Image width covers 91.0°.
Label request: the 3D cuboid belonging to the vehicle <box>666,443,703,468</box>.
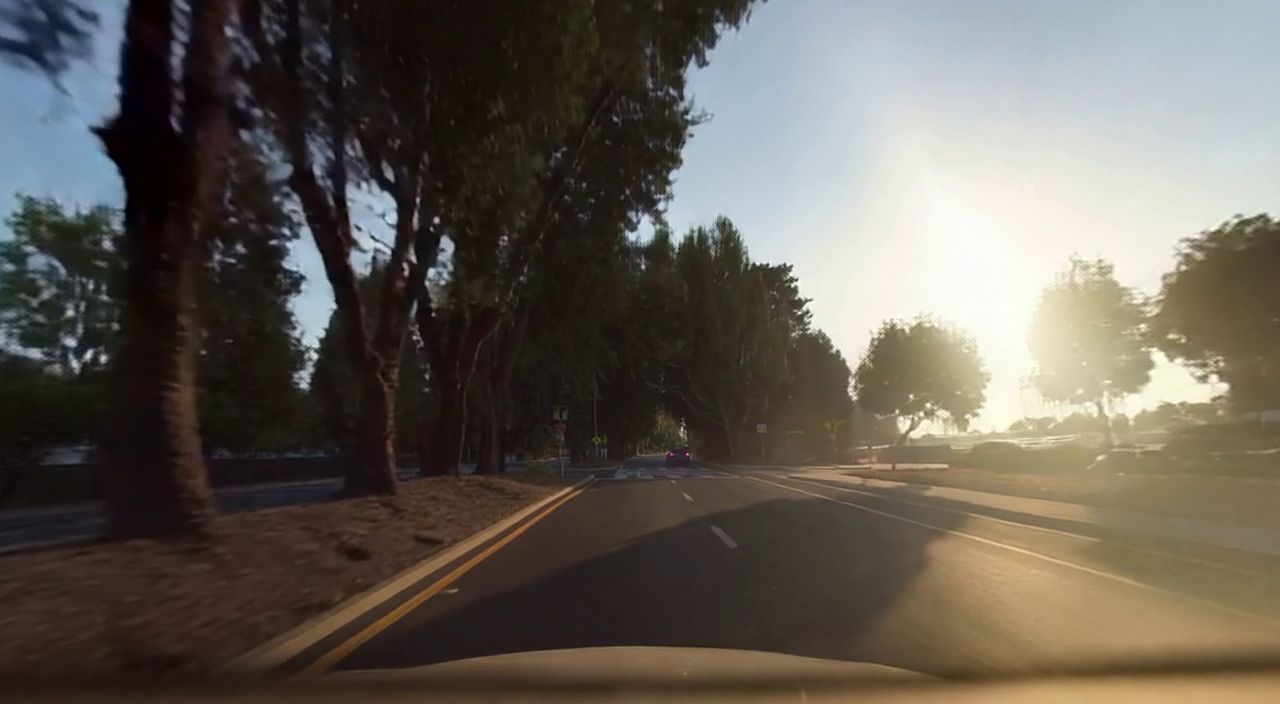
[{"bbox_3d":[2.824,6.720,40.979,2.044,1.537,4.528,0,-9,-1],"label":"vehicle"}]
